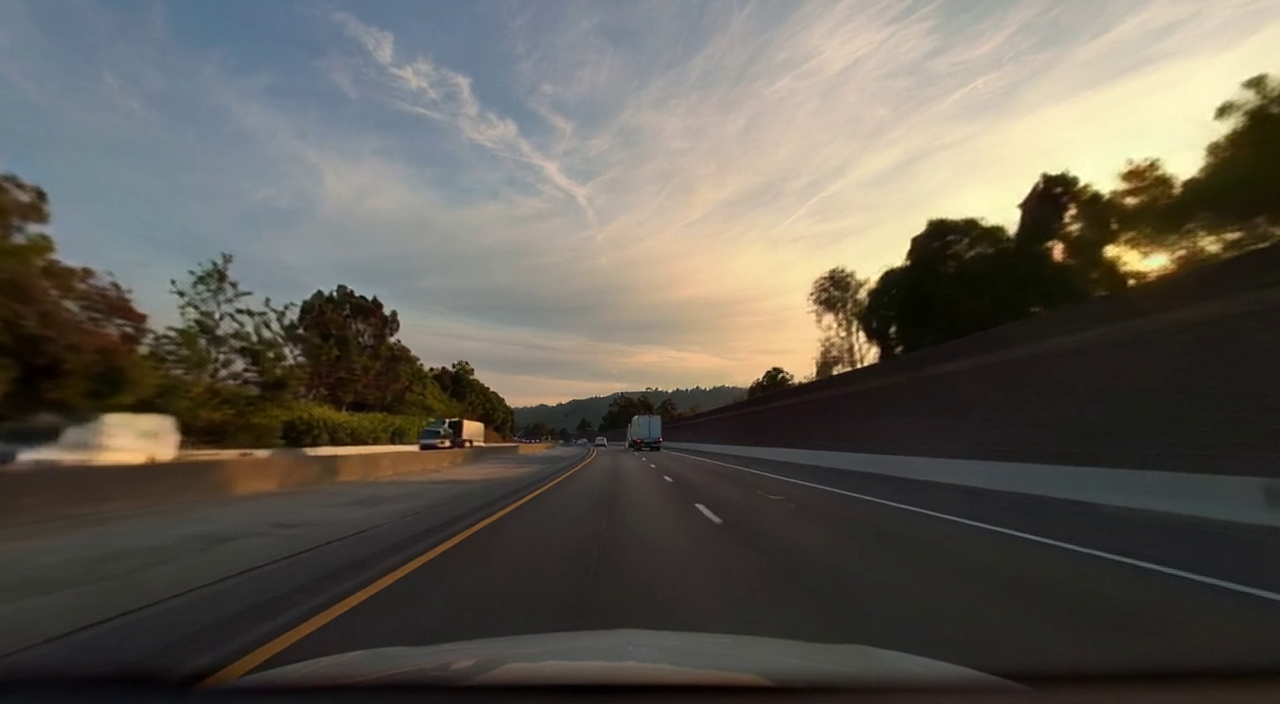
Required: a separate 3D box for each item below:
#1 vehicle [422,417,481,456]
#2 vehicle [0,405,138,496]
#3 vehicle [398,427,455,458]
[{"bbox_3d":[-14.472,6.562,48.863,2.675,2.788,6.642,0,-8,-1],"label":"vehicle"},{"bbox_3d":[-12.889,1.986,12.722,1.927,1.660,4.333,0,-8,-1],"label":"vehicle"},{"bbox_3d":[-14.091,6.018,41.806,2.281,1.942,4.778,0,-8,-3],"label":"vehicle"}]
